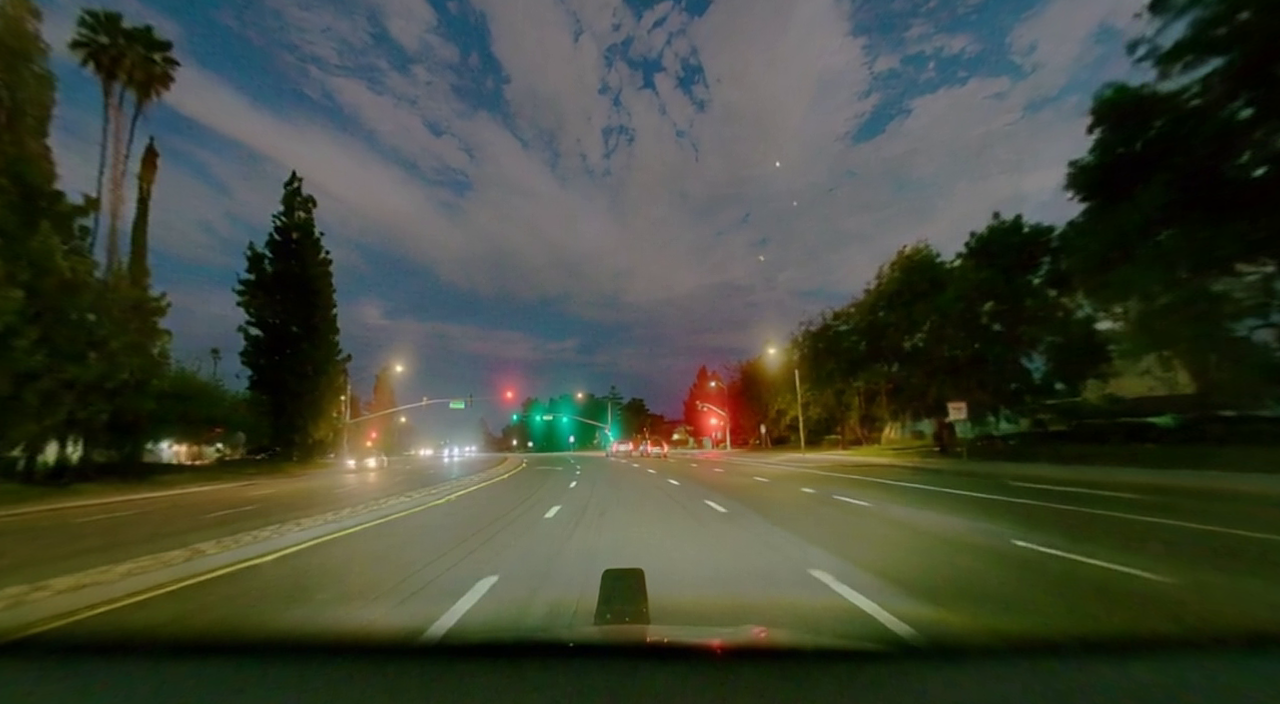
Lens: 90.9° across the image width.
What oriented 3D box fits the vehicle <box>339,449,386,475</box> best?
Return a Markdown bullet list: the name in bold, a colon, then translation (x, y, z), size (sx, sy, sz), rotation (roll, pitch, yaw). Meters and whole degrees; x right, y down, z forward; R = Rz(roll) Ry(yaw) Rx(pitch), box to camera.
- **vehicle**: translation (-19.645, 7.742, 44.753), size (1.939, 1.715, 4.310), rotation (1, -8, -9)
